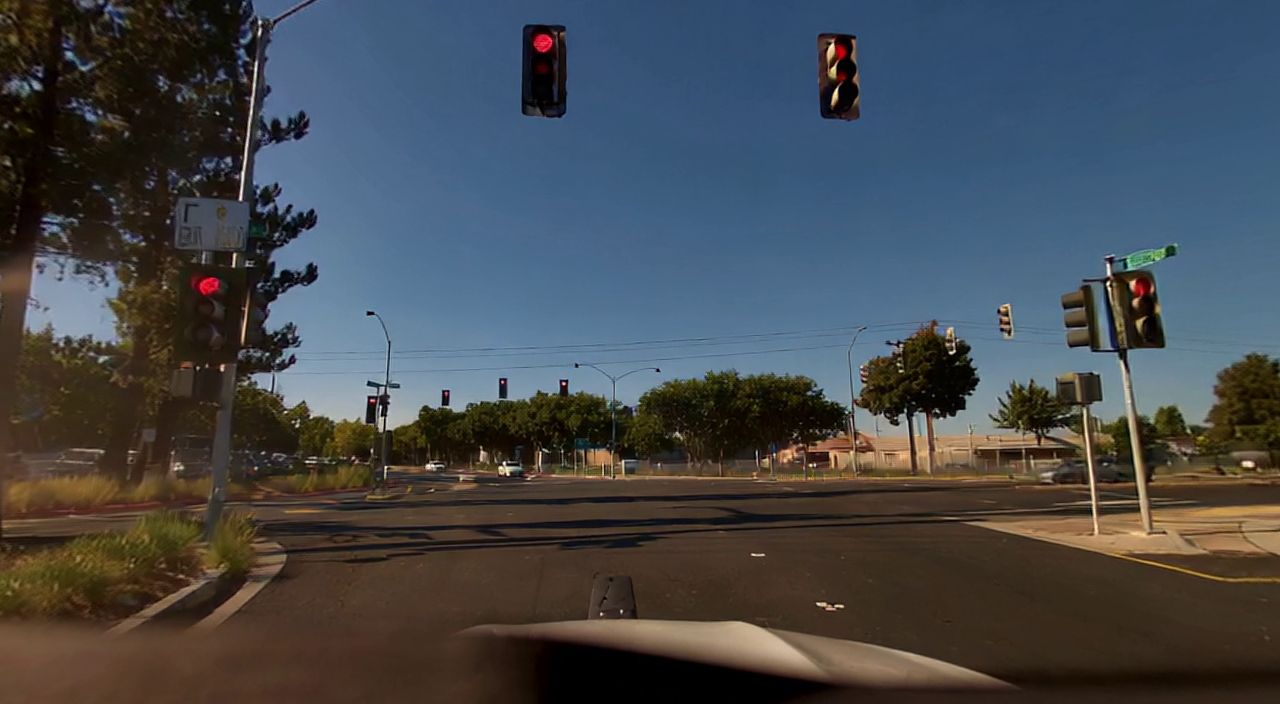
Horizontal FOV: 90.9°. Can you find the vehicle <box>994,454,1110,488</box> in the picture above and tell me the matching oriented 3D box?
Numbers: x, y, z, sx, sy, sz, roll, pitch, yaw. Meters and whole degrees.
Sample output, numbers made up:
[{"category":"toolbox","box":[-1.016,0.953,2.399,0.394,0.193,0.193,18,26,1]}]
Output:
[{"category":"vehicle","box":[21.177,6.152,32.497,4.455,1.647,2.124,1,-12,-6]}]

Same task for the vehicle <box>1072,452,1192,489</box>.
[{"category":"vehicle","box":[22.696,5.444,29.127,3.998,1.590,1.936,1,-9,-6]}]

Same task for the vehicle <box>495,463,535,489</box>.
[{"category":"vehicle","box":[-9.052,9.000,45.916,2.045,1.608,3.709,0,-8,1]}]
